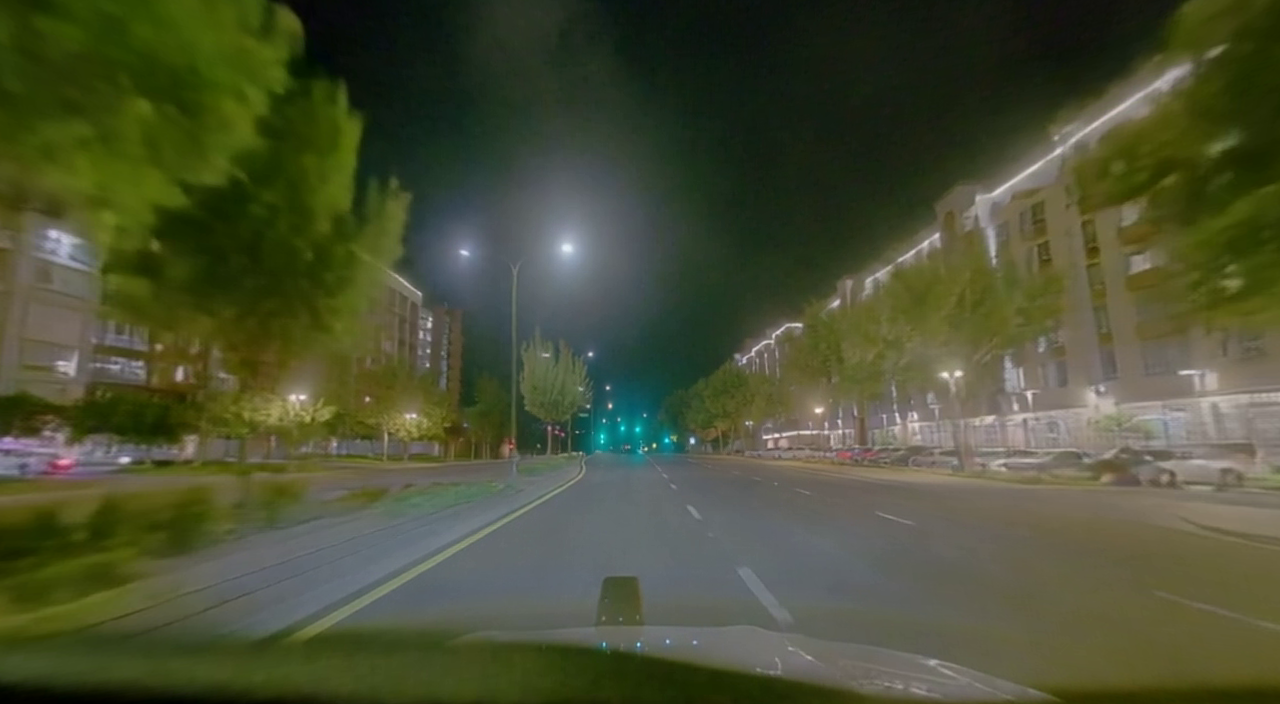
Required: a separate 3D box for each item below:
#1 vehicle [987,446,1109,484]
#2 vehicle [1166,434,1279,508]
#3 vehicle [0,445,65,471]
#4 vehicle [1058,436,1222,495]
[{"bbox_3d":[17.124,4.695,26.566,4.112,1.474,2.112,3,-9,-20],"label":"vehicle"},{"bbox_3d":[15.659,2.819,15.050,2.006,1.683,4.643,0,-9,-4],"label":"vehicle"},{"bbox_3d":[-37.040,6.220,37.141,4.369,1.465,1.900,1,-9,-5],"label":"vehicle"},{"bbox_3d":[16.094,3.666,20.728,1.950,1.704,4.518,-1,-9,5],"label":"vehicle"}]
